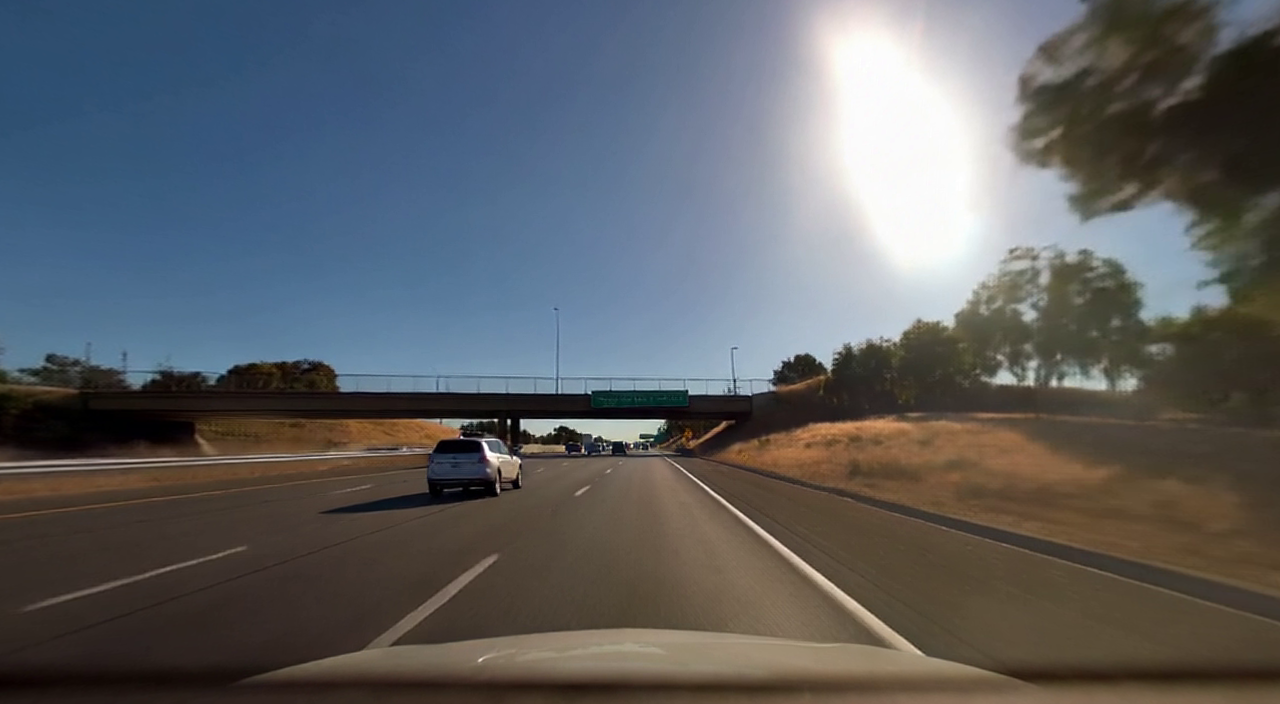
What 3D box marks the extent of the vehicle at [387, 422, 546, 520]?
[{"bbox_3d":[-3.411,2.436,13.379,2.048,1.705,4.384,0,-8,1],"label":"vehicle"}]
